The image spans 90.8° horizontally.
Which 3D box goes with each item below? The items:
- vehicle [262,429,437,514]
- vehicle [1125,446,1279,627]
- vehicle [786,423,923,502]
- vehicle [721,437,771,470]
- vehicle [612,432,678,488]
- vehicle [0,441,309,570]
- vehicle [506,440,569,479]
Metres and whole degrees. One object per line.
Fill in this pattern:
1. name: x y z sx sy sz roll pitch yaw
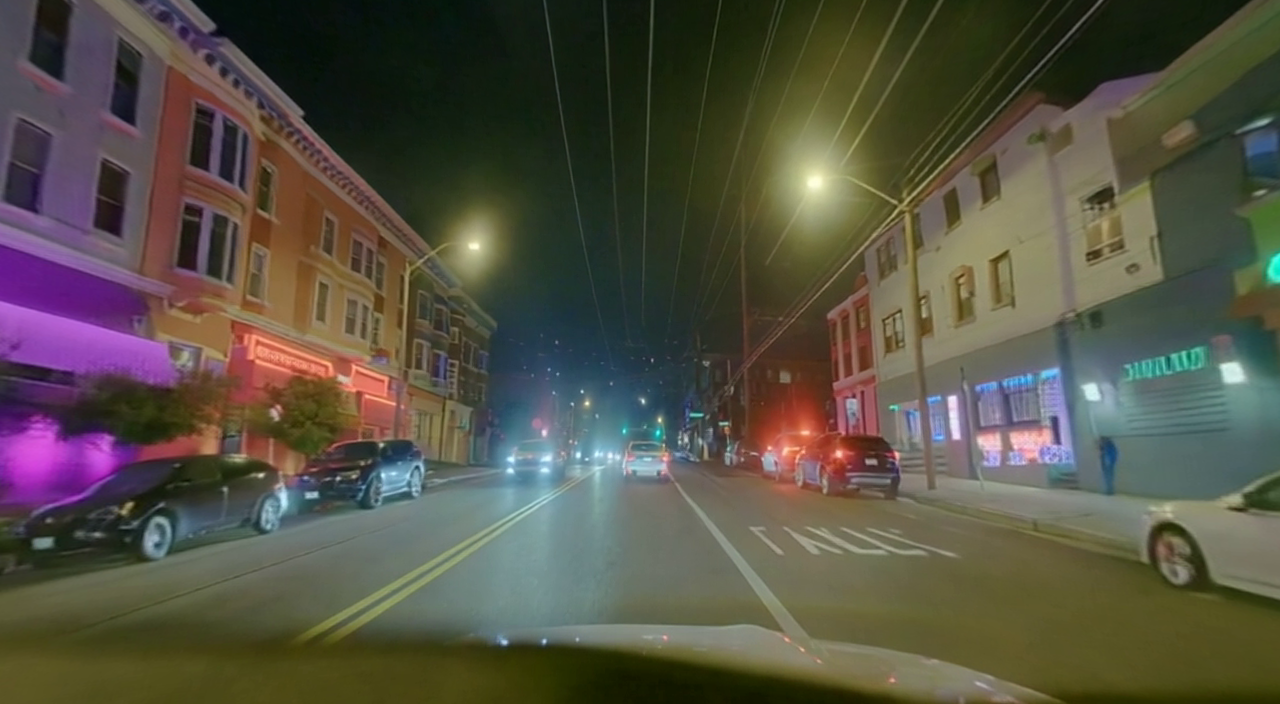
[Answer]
1. vehicle: -7.336 3.023 16.765 2.095 1.847 5.290 0 -8 0
2. vehicle: 6.520 1.551 5.100 1.842 1.561 4.084 1 -9 -2
3. vehicle: 6.347 3.369 19.683 2.203 2.052 5.975 0 -9 0
4. vehicle: 6.574 6.342 39.701 2.197 1.917 5.637 0 -9 0
5. vehicle: 0.200 3.530 20.915 1.980 1.635 3.795 0 -9 1
6. vehicle: -7.293 2.198 9.972 1.928 1.552 4.234 0 -8 -2
7. vehicle: -4.252 4.535 26.988 1.944 1.515 4.428 0 -9 0
